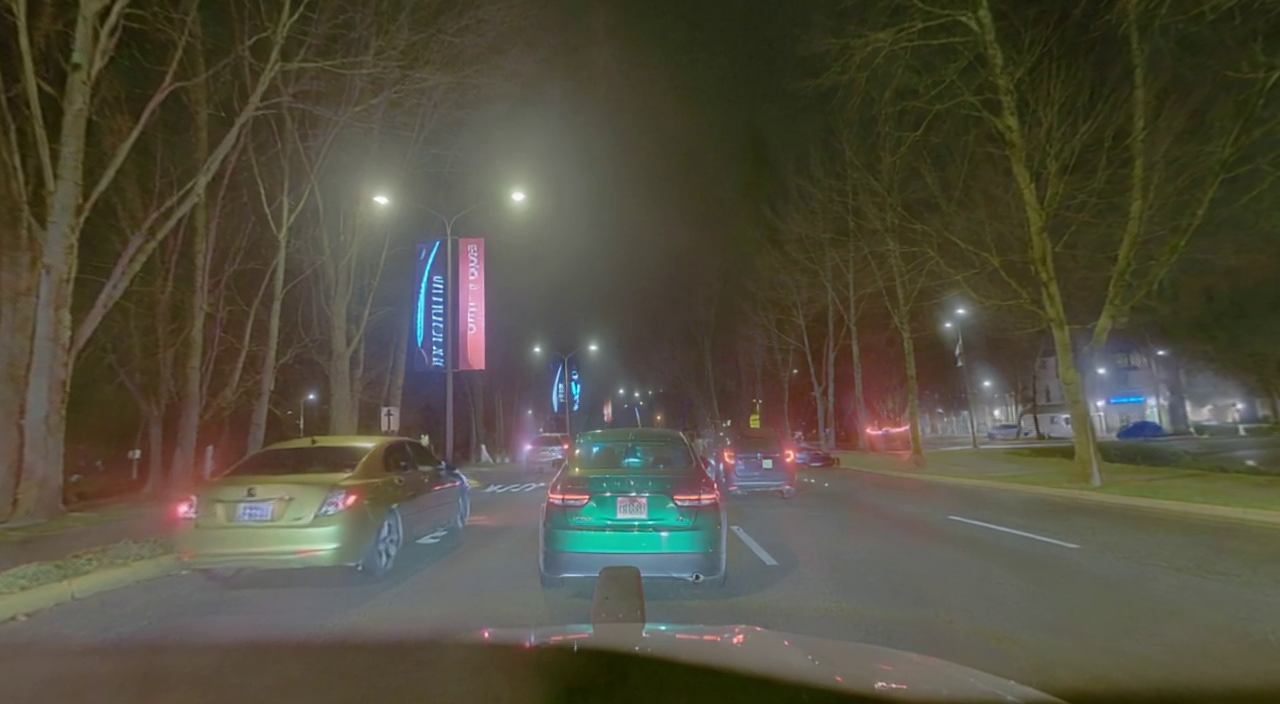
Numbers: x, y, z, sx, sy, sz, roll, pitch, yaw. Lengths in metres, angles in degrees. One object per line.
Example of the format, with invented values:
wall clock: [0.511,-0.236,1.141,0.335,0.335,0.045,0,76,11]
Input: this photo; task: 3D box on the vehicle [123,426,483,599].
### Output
vehicle: [-3.506,1.734,7.801,1.961,1.487,4.453,0,-8,0]

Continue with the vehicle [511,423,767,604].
vehicle: [-0.067,1.638,7.309,2.126,1.475,3.967,0,-8,-2]
